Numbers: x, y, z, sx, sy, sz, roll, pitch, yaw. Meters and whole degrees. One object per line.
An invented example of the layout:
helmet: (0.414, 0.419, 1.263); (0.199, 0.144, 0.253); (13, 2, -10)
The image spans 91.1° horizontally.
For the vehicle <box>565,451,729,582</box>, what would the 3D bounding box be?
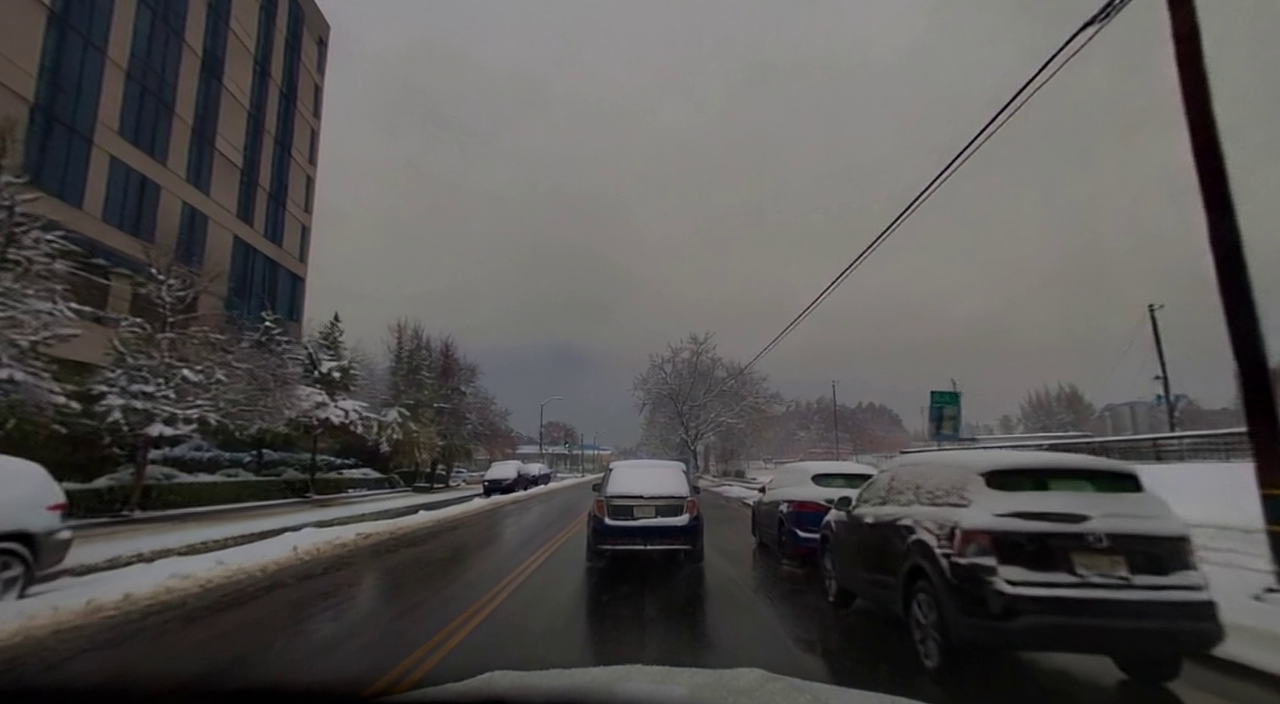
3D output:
vehicle: (0.088, 2.382, 9.683); (2.018, 1.583, 3.646); (1, -10, 0)

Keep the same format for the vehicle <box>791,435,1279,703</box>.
vehicle: (2.665, 1.589, 5.186); (1.884, 1.566, 4.018); (1, -10, 1)

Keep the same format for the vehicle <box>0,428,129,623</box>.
vehicle: (-6.724, 1.405, 4.690); (1.994, 1.701, 4.520); (-3, -12, -1)

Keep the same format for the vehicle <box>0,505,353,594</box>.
vehicle: (-6.858, 3.028, 10.171); (2.223, 0.774, 4.789); (1, -10, 0)

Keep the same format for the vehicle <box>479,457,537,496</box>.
vehicle: (-6.600, 6.342, 31.846); (2.024, 1.654, 4.396); (-3, -12, -1)
